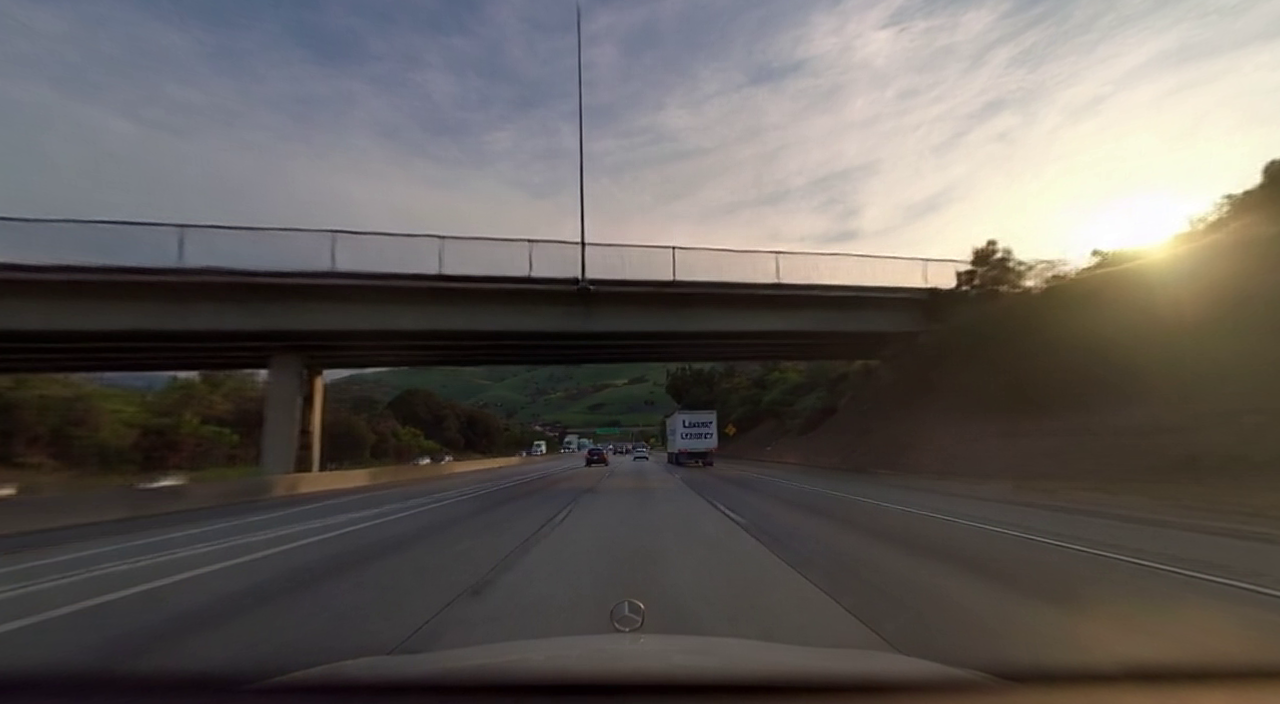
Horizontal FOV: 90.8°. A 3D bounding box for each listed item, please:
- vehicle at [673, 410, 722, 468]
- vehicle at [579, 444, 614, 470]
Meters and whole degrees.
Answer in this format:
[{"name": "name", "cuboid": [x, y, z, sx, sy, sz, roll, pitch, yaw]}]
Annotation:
[{"name": "vehicle", "cuboid": [4.244, 6.782, 48.696, 2.885, 3.992, 8.526, 0, -9, -1]}, {"name": "vehicle", "cuboid": [-2.898, 7.065, 42.559, 2.052, 1.654, 4.303, 0, -9, 0]}]
